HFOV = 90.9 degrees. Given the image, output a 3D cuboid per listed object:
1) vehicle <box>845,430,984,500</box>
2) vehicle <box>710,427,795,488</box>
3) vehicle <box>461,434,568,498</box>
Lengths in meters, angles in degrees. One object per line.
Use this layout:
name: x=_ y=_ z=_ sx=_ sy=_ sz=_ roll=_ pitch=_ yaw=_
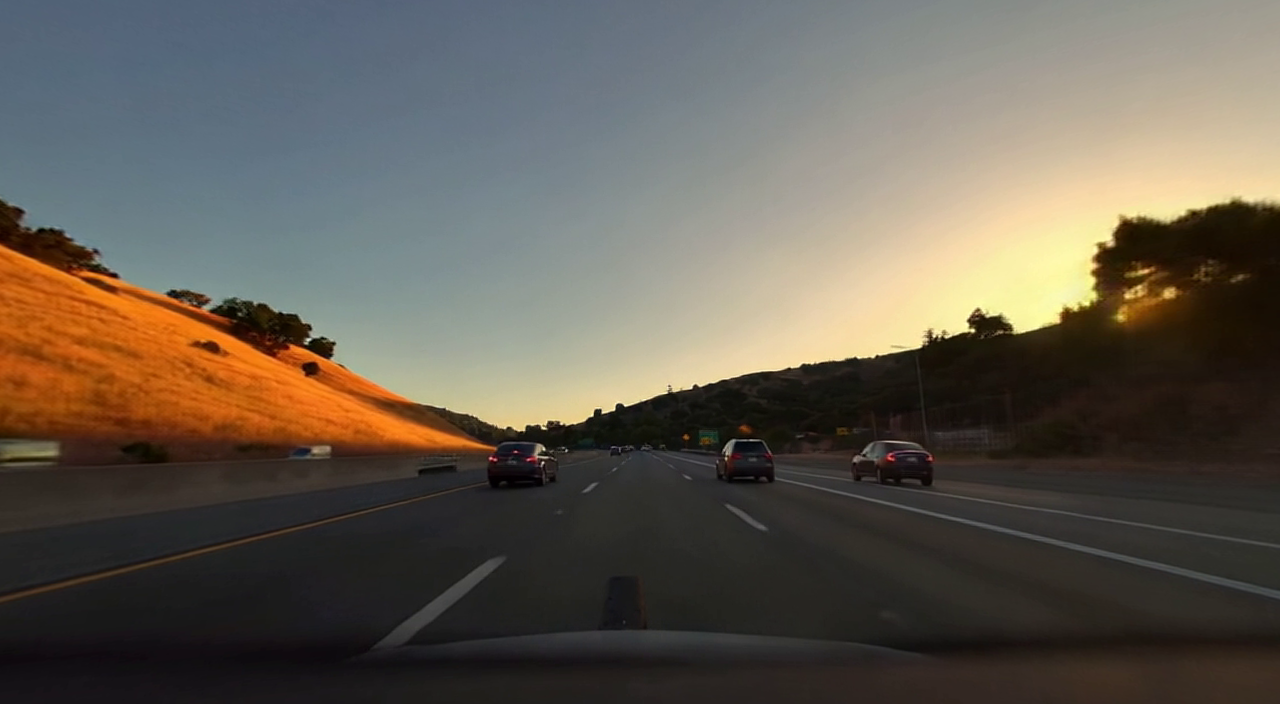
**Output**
vehicle: x=7.593 y=3.160 z=18.026 sx=1.998 sy=1.717 sz=4.338 roll=0 pitch=-8 yaw=0
vehicle: x=3.839 y=3.728 z=22.559 sx=2.121 sy=1.925 sz=5.056 roll=0 pitch=-8 yaw=0
vehicle: x=-3.535 y=3.318 z=18.758 sx=2.166 sy=1.672 sz=4.388 roll=-1 pitch=-8 yaw=2
